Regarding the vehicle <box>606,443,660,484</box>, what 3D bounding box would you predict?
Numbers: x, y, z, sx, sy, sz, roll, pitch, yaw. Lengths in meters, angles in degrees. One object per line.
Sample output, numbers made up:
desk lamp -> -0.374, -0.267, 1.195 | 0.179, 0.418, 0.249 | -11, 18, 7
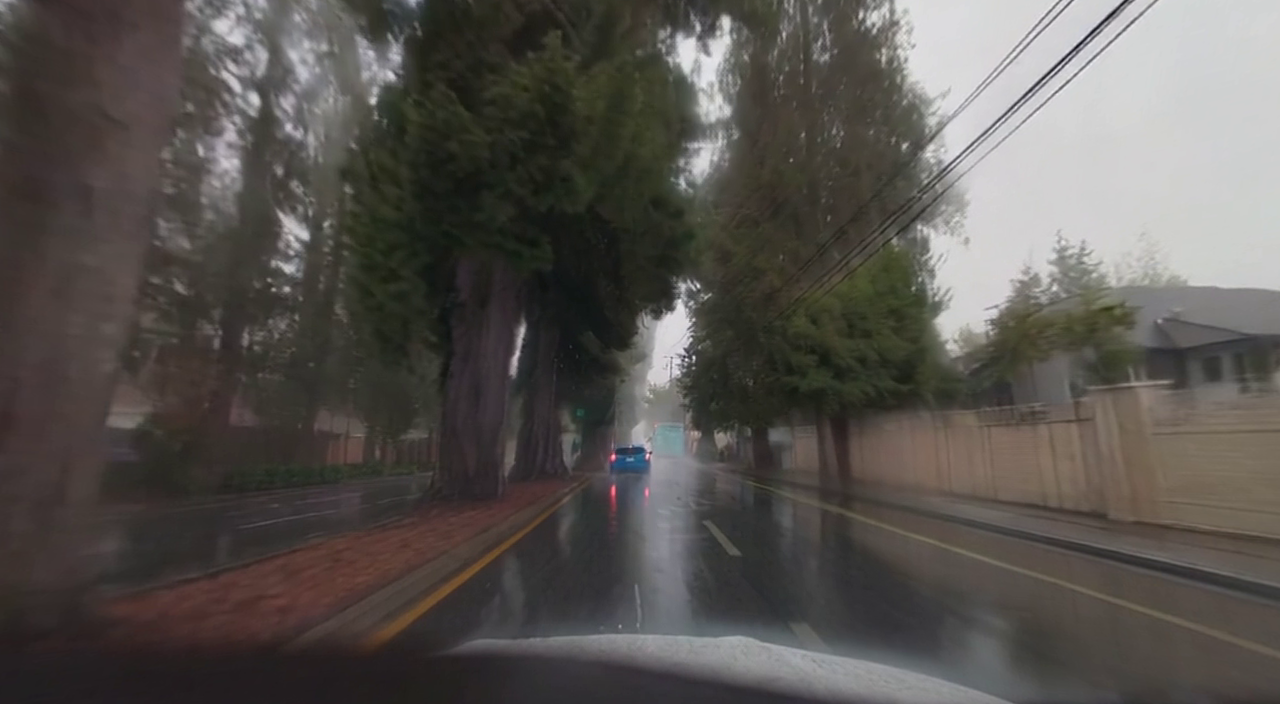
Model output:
vehicle -> -0.278, 4.449, 25.598 | 2.018, 1.511, 3.993 | 0, -8, 0
